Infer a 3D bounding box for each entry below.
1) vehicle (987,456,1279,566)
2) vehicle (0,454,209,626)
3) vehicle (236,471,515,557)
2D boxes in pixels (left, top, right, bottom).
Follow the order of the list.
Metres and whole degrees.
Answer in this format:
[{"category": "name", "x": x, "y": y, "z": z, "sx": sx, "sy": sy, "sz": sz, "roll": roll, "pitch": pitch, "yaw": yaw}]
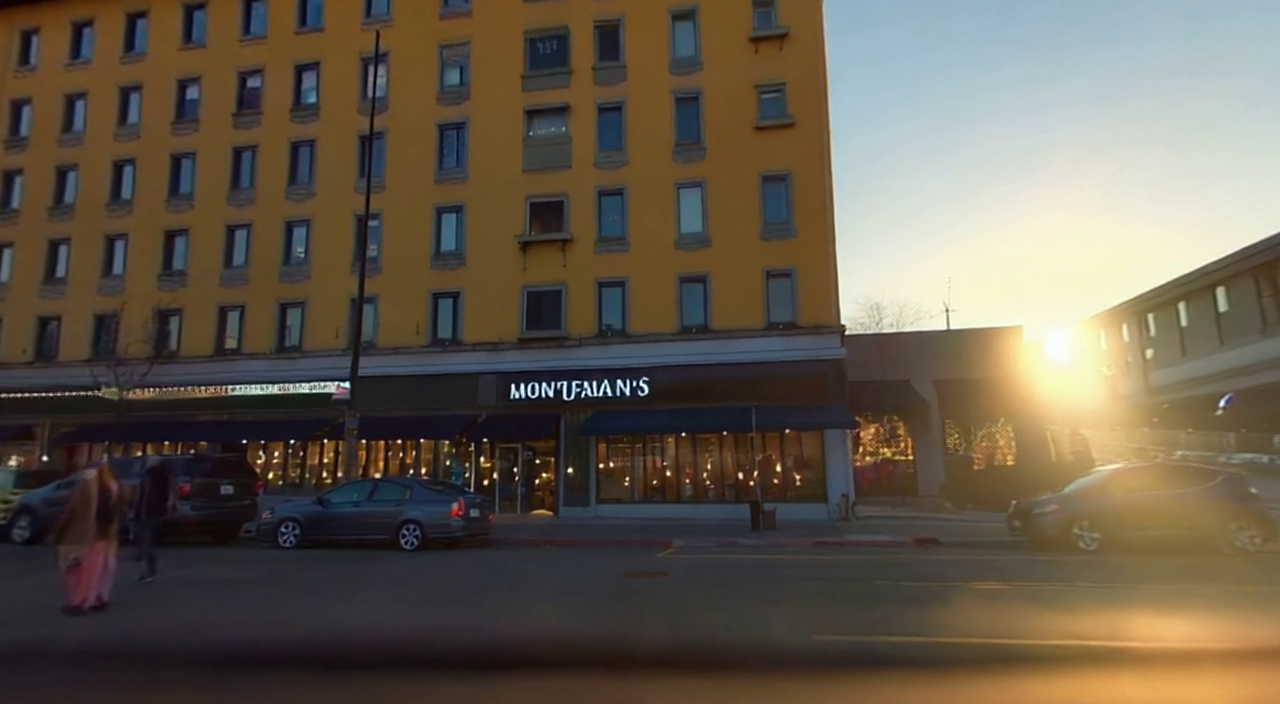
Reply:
[{"category": "vehicle", "x": 8.963, "y": 2.735, "z": 11.229, "sx": 4.410, "sy": 1.687, "sz": 1.834, "roll": -1, "pitch": -8, "yaw": 6}, {"category": "vehicle", "x": -7.498, "y": 1.885, "z": 7.025, "sx": 4.330, "sy": 1.458, "sz": 1.932, "roll": -2, "pitch": -8, "yaw": 13}, {"category": "vehicle", "x": -5.140, "y": 3.154, "z": 12.627, "sx": 4.830, "sy": 1.421, "sz": 1.826, "roll": -1, "pitch": -8, "yaw": 8}]
